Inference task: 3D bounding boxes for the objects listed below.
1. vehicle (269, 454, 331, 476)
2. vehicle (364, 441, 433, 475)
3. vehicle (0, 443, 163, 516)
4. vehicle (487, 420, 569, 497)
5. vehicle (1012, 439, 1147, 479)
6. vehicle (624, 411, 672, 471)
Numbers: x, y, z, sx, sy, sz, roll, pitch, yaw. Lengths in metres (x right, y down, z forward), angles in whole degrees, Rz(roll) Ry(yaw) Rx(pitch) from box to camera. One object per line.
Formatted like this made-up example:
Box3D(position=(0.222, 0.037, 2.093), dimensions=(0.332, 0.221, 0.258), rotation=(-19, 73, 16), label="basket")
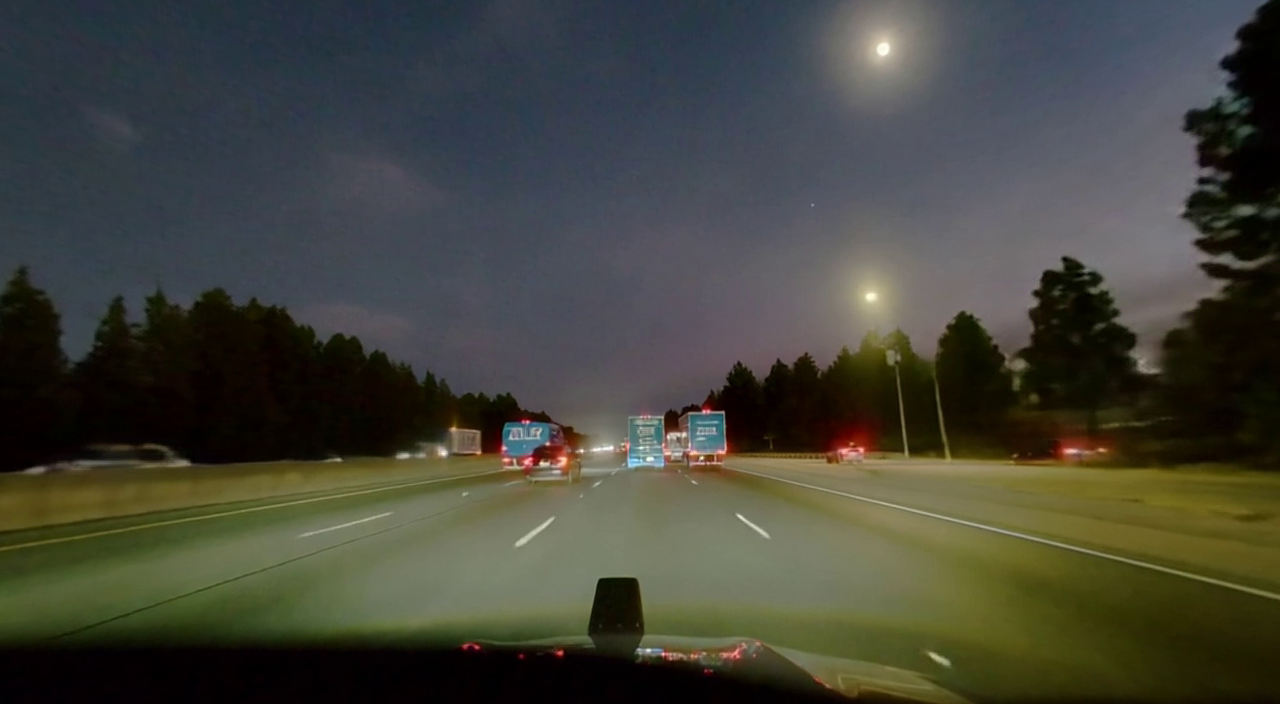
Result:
Box3D(position=(-23.905, 7.913, 44.536), dimensions=(1.813, 1.448, 4.550), rotation=(0, -9, 0), label="vehicle")
Box3D(position=(-13.113, 5.794, 34.557), dimensions=(2.029, 1.703, 4.156), rotation=(0, -9, 1), label="vehicle")
Box3D(position=(-13.404, 2.789, 14.205), dimensions=(1.835, 1.418, 4.358), rotation=(0, -9, 1), label="vehicle")
Box3D(position=(-3.529, 3.432, 20.523), dimensions=(2.033, 2.234, 3.490), rotation=(0, -9, -1), label="vehicle")
Box3D(position=(19.968, 4.848, 28.869), dimensions=(2.108, 1.659, 4.515), rotation=(6, -11, -33), label="vehicle")
Box3D(position=(0.474, 6.864, 48.330), dimensions=(3.201, 4.019, 10.918), rotation=(0, -9, -1), label="vehicle")
